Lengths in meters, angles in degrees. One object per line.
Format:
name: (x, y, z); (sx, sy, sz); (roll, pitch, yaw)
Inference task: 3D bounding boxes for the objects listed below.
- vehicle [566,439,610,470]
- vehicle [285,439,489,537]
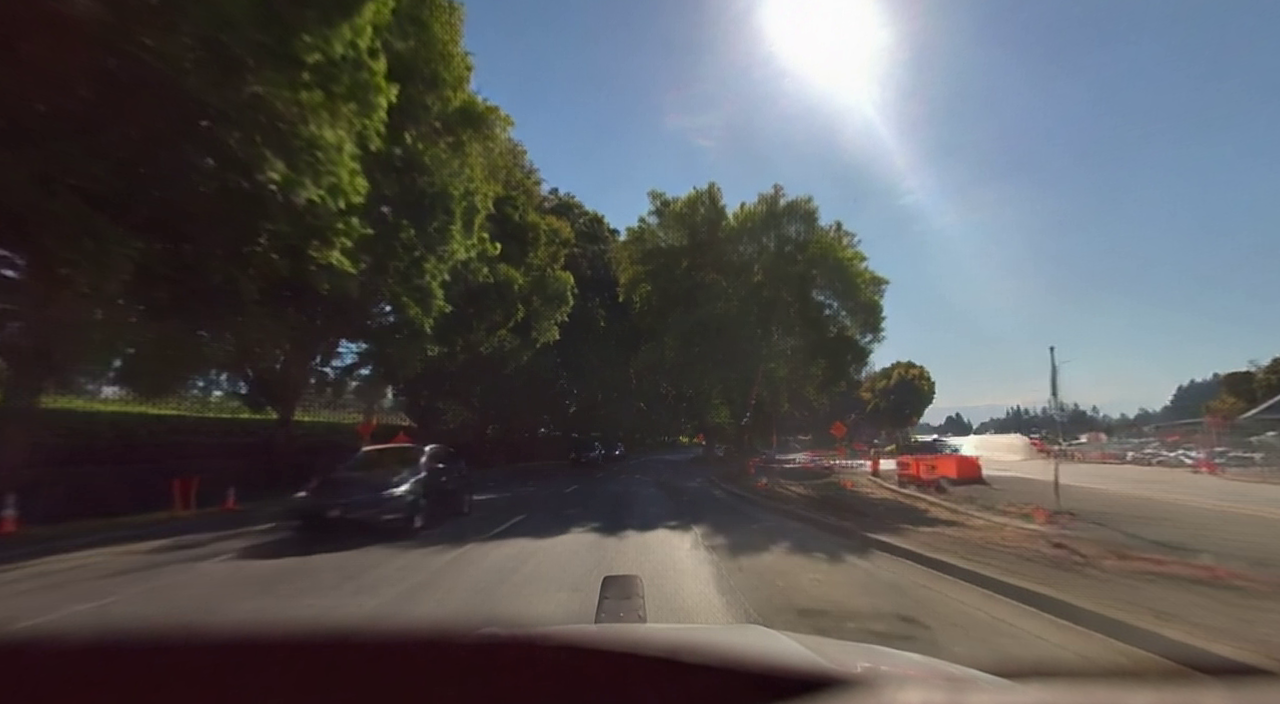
vehicle: (-3.411, 6.877, 42.424); (2.119, 1.935, 4.881); (-1, -9, 5)
vehicle: (-4.408, 2.428, 11.875); (1.964, 1.481, 4.199); (-1, -9, 2)
